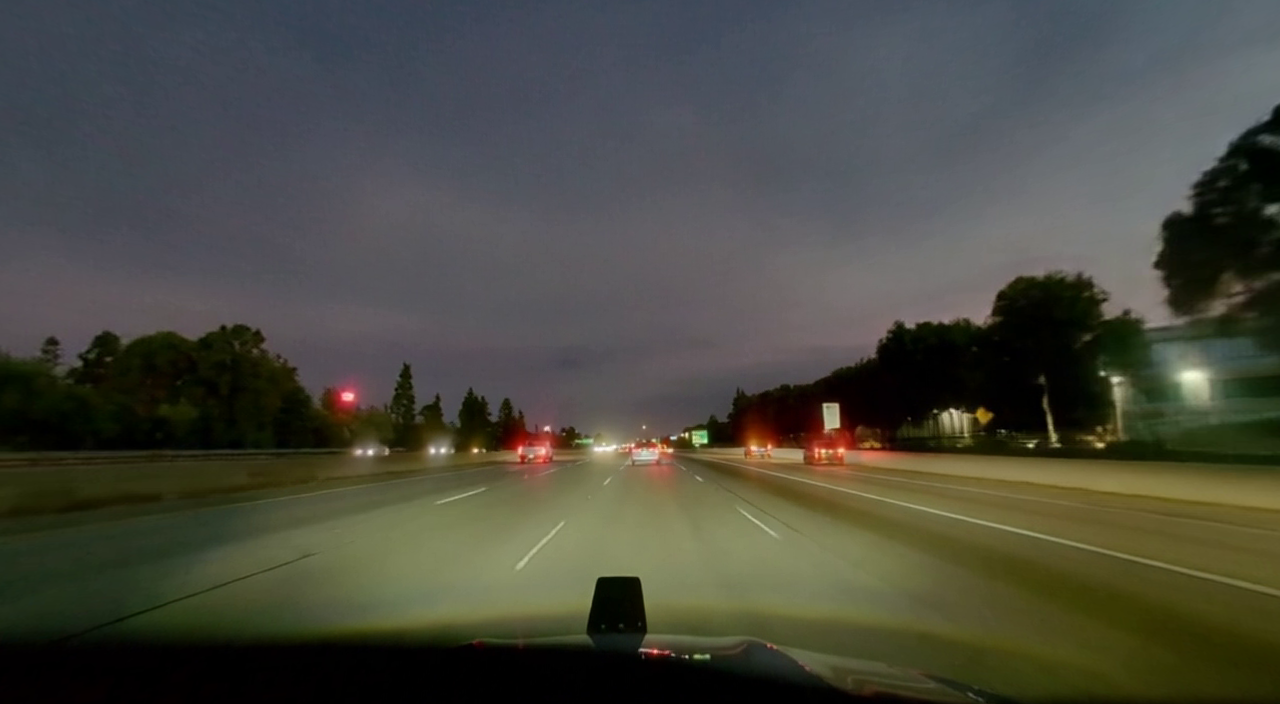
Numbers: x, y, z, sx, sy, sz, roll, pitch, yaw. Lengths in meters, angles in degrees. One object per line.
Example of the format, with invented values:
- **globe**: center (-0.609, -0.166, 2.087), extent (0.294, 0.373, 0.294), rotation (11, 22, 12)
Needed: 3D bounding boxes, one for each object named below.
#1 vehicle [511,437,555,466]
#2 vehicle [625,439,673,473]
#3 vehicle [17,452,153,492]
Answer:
- **vehicle**: center (-7.208, 6.747, 42.951), extent (2.093, 1.789, 4.399), rotation (0, -8, 1)
- **vehicle**: center (0.398, 4.947, 30.115), extent (2.112, 1.482, 4.082), rotation (0, -8, 0)
- **vehicle**: center (-23.277, 5.025, 26.722), extent (1.842, 1.450, 4.301), rotation (0, -8, 0)
